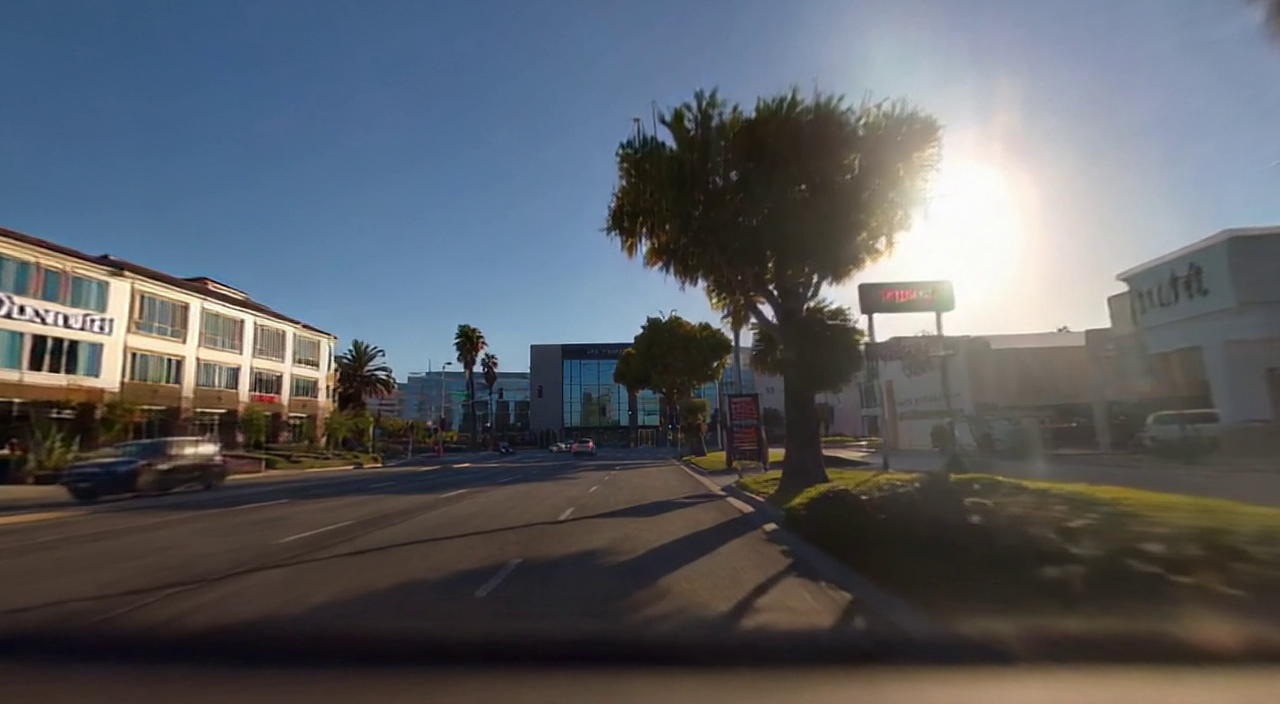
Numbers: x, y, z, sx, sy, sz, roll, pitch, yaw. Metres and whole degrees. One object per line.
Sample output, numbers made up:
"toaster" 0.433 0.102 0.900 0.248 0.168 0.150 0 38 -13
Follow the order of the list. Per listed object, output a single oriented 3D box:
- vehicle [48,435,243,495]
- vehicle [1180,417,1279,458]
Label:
"vehicle" -17.127 3.910 22.289 2.221 1.832 5.572 0 -8 2
"vehicle" 25.267 3.501 25.598 4.649 1.611 1.945 0 -8 0
